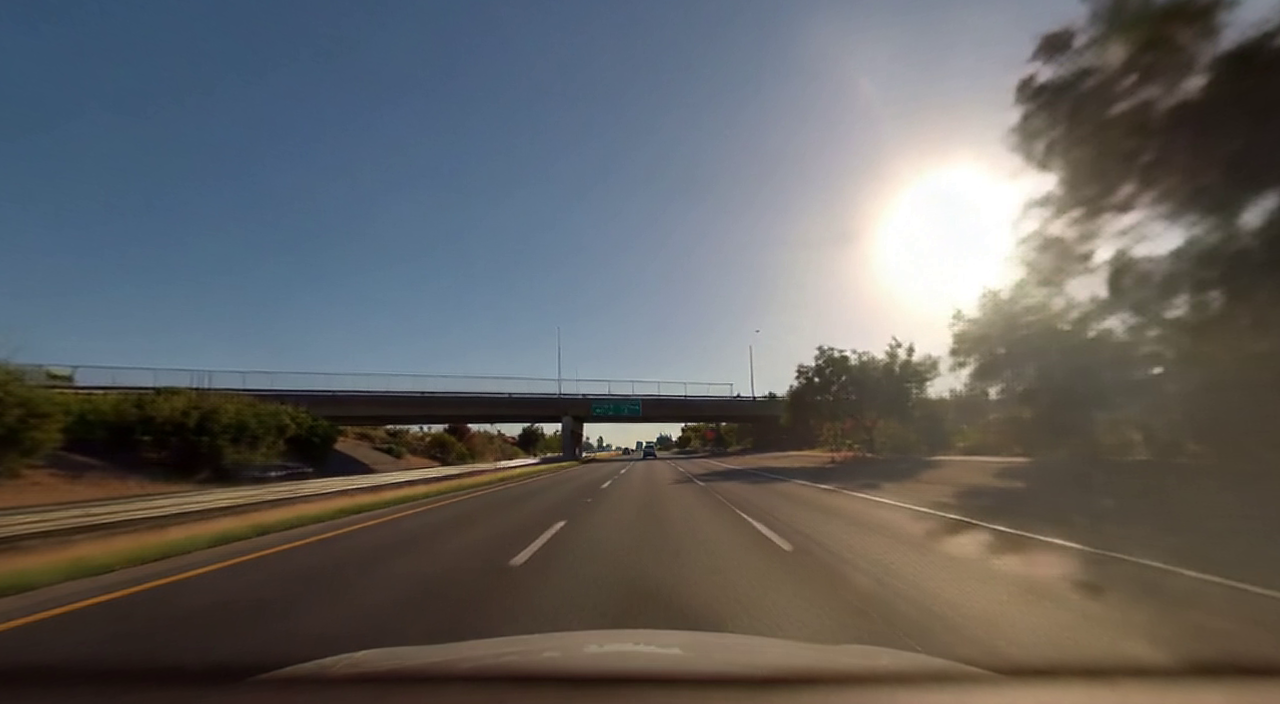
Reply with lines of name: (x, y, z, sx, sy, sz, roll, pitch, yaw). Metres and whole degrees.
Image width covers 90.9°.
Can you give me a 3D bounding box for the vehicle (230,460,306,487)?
vehicle: (-23.744, 7.737, 40.503, 1.918, 1.462, 4.722, -1, -8, 2)
